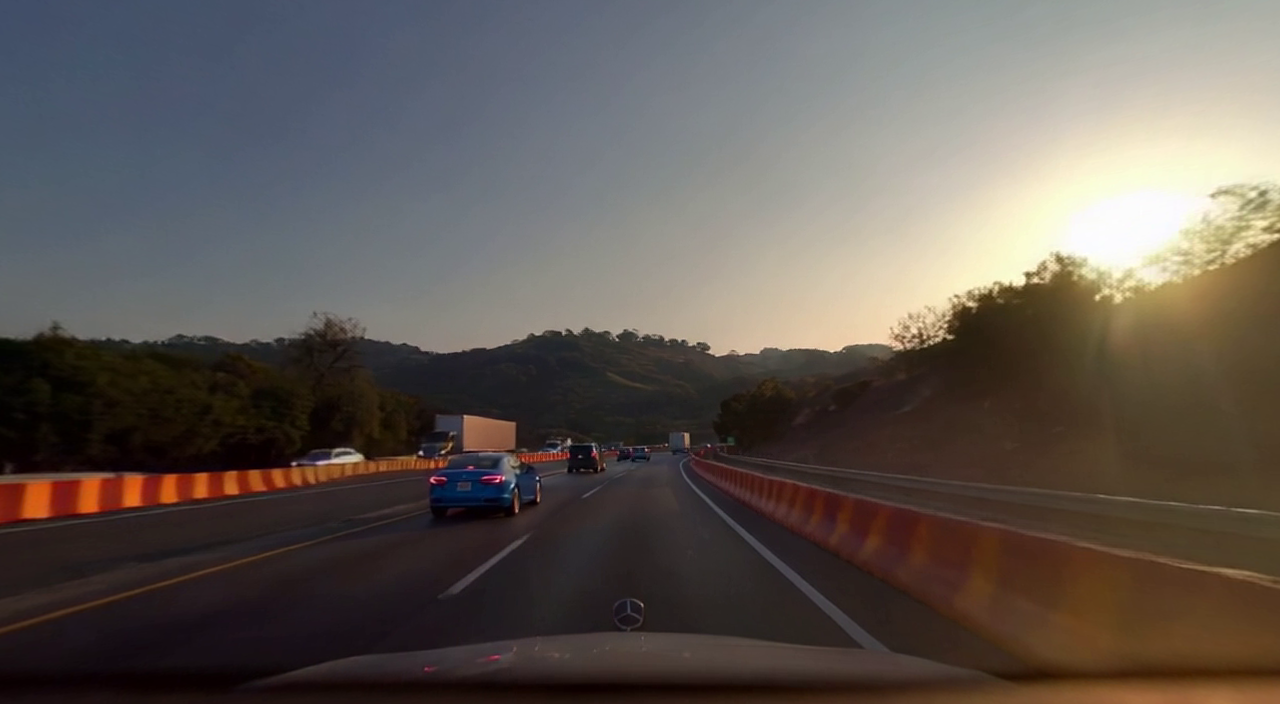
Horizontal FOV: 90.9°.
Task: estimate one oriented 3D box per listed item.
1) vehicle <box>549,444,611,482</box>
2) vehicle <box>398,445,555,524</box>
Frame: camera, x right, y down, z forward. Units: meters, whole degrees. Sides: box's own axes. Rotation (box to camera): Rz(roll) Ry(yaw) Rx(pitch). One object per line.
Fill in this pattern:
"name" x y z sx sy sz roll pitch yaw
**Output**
"vehicle" -2.441 4.664 26.678 2.094 1.480 4.124 -1 -9 2
"vehicle" -3.085 2.602 12.868 2.061 1.330 3.928 0 -9 1
